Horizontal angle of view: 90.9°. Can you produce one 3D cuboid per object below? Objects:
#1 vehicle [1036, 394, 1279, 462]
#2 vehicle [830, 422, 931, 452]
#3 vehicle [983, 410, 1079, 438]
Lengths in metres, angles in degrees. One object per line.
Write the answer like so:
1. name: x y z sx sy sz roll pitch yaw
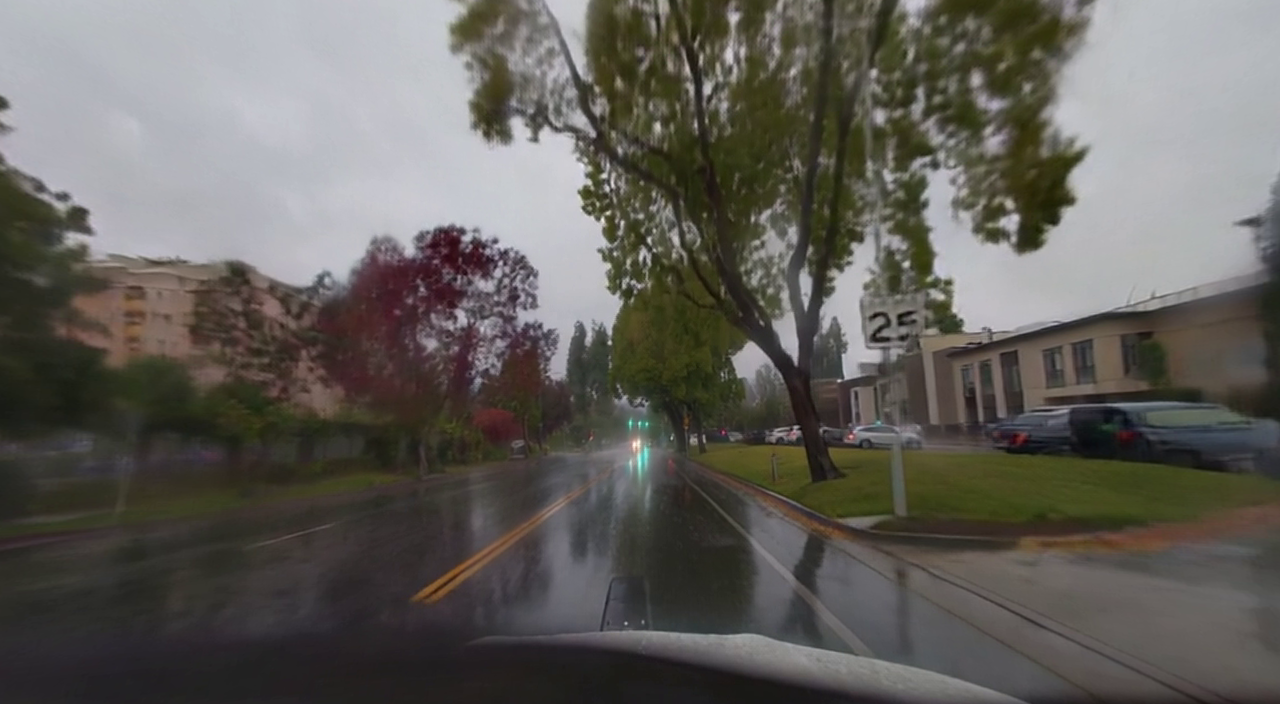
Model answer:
1. vehicle: 12.526 1.818 14.872 4.955 1.489 2.002 0 -8 1
2. vehicle: 12.833 4.586 33.841 4.529 1.490 2.168 1 -8 -6
3. vehicle: 25.963 4.808 41.971 4.864 1.797 2.150 0 -8 1
